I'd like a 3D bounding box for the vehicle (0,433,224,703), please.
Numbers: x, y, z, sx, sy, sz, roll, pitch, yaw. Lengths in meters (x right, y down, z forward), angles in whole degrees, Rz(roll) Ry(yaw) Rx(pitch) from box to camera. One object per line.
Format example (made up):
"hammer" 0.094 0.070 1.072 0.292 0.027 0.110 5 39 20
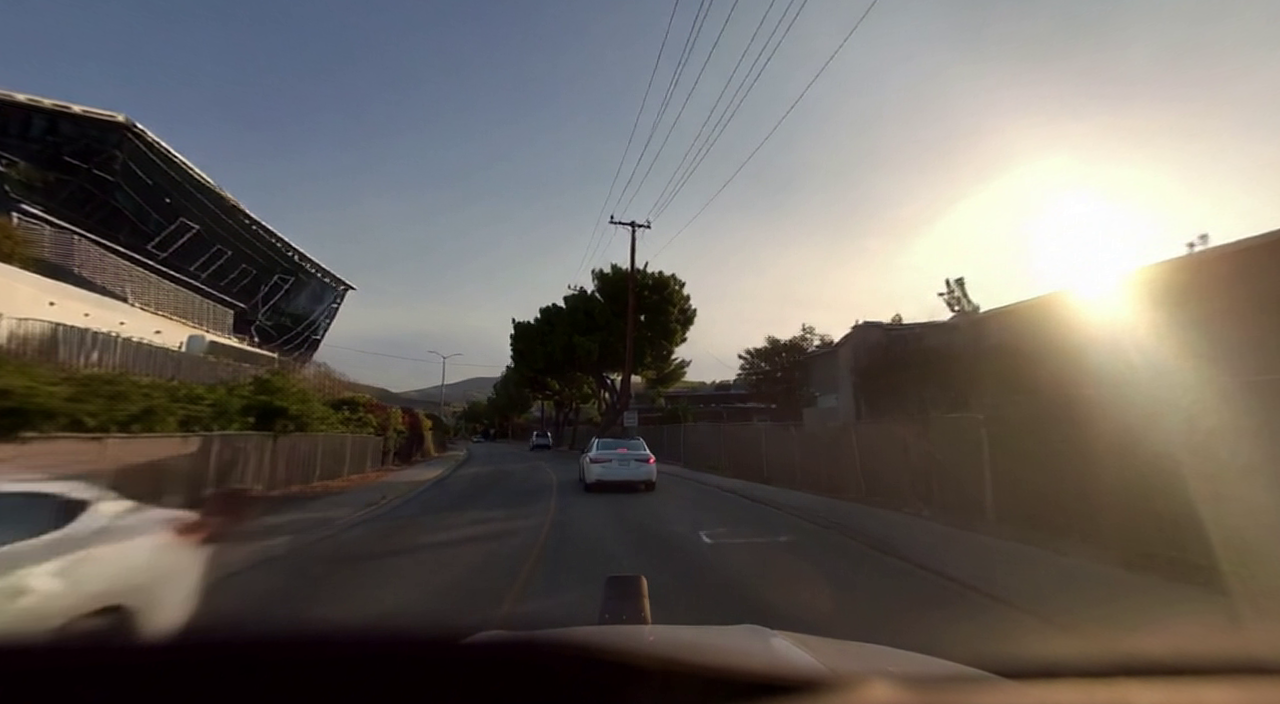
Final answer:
"vehicle" -3.427 0.926 1.595 1.957 1.442 4.180 0 -8 -1

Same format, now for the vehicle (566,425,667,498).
"vehicle" -0.701 2.534 15.075 2.060 1.487 3.920 1 -8 -7
